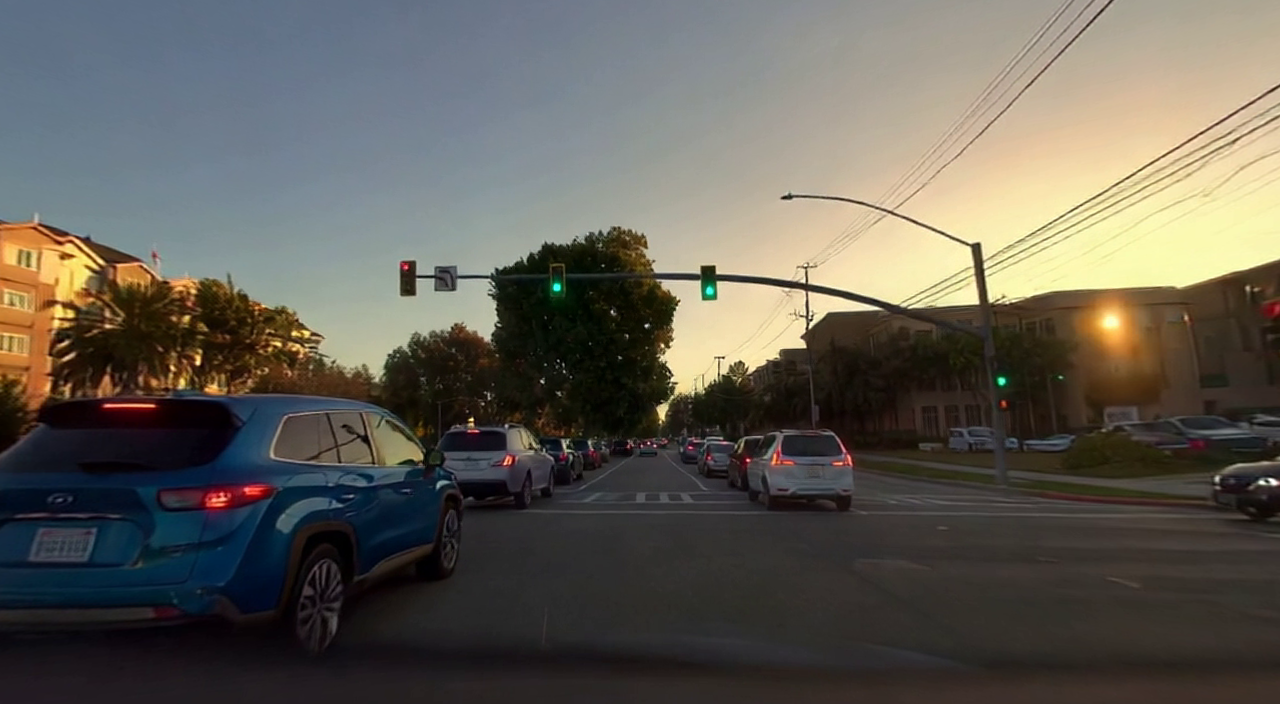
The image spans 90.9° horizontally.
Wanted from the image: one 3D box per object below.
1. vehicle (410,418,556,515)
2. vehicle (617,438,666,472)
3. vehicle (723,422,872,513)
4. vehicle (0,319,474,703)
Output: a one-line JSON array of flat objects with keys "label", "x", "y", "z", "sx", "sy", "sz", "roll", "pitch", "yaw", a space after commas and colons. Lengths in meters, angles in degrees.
[{"label": "vehicle", "x": -3.136, "y": 2.382, "z": 13.632, "sx": 1.958, "sy": 1.744, "sz": 4.315, "roll": 0, "pitch": -8, "yaw": 1}, {"label": "vehicle", "x": 0.082, "y": 4.980, "z": 30.614, "sx": 2.185, "sy": 1.515, "sz": 4.215, "roll": 0, "pitch": -8, "yaw": 0}, {"label": "vehicle", "x": 3.335, "y": 2.551, "z": 14.502, "sx": 2.201, "sy": 1.734, "sz": 4.564, "roll": 0, "pitch": -8, "yaw": -1}, {"label": "vehicle", "x": -2.871, "y": 1.050, "z": 4.458, "sx": 2.127, "sy": 1.754, "sz": 4.287, "roll": 0, "pitch": -8, "yaw": 1}]
